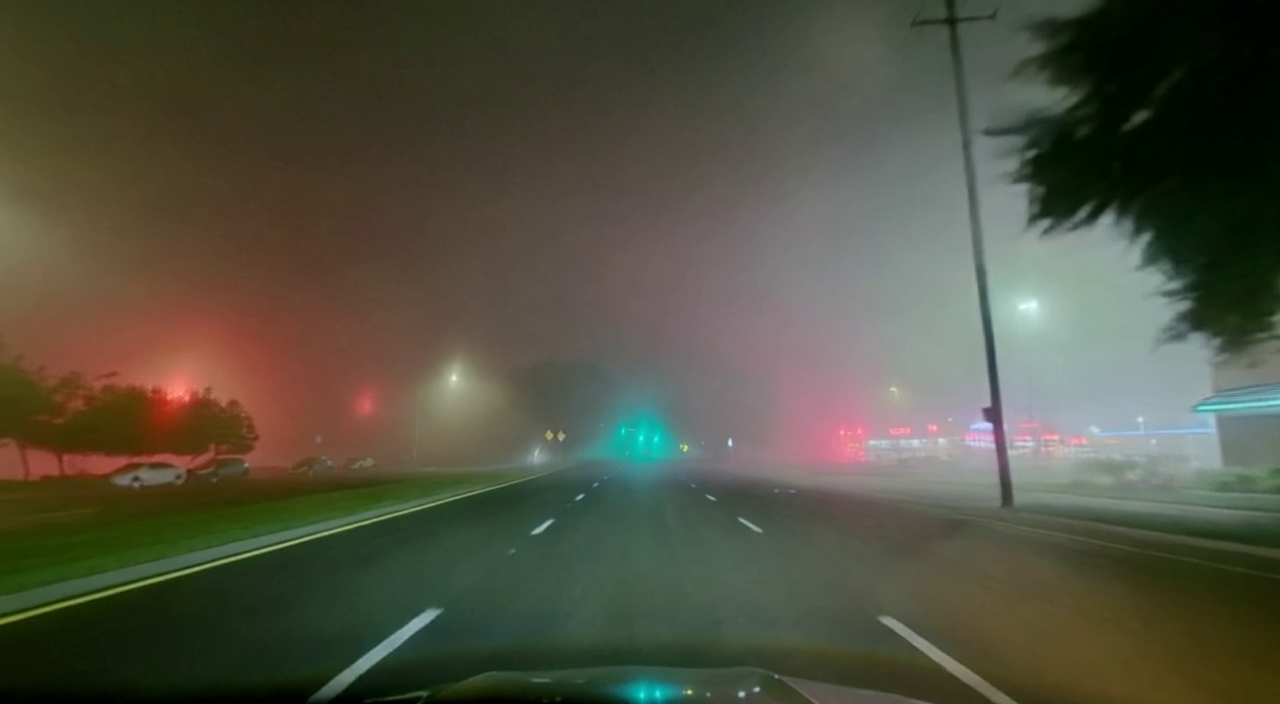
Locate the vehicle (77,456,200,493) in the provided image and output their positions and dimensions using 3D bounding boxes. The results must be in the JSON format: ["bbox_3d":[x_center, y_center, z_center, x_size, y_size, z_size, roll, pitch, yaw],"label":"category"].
[{"bbox_3d":[-22.491,5.472,28.588,1.846,1.452,4.484,-1,-9,0],"label":"vehicle"}]

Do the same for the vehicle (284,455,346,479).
[{"bbox_3d":[-22.392,7.894,43.696,1.771,1.524,4.592,-1,-9,1],"label":"vehicle"}]

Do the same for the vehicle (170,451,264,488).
[{"bbox_3d":[-22.430,6.254,33.728,1.902,1.609,4.689,-7,-10,-1],"label":"vehicle"}]
